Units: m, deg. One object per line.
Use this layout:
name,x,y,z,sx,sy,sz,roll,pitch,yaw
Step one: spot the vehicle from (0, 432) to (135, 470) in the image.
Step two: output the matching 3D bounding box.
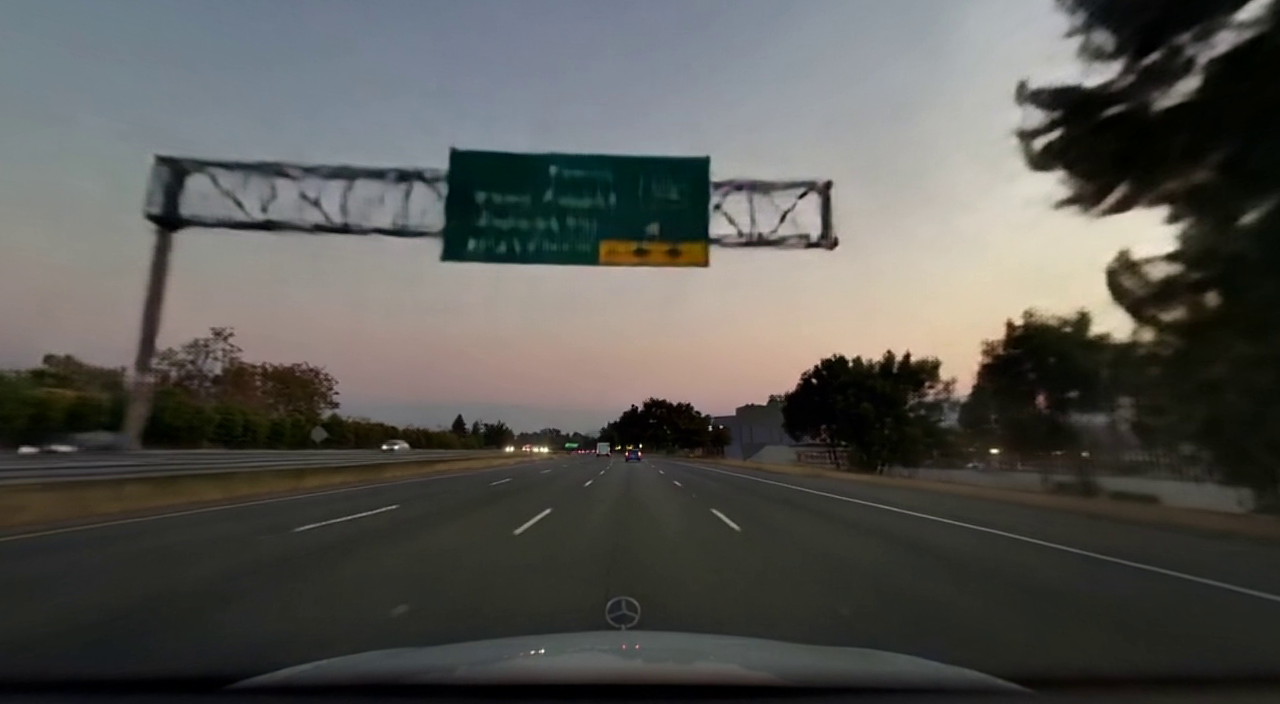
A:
vehicle,-25.413,4.429,28.198,1.955,1.537,4.457,0,-9,-1
